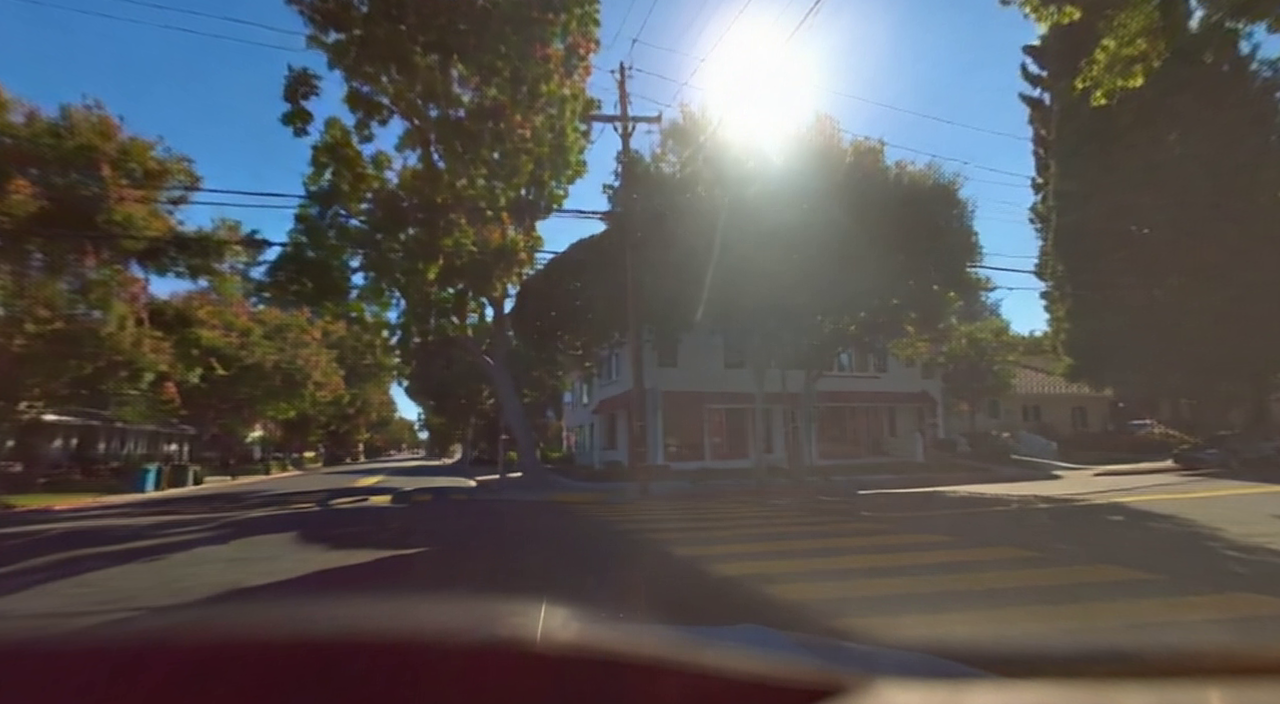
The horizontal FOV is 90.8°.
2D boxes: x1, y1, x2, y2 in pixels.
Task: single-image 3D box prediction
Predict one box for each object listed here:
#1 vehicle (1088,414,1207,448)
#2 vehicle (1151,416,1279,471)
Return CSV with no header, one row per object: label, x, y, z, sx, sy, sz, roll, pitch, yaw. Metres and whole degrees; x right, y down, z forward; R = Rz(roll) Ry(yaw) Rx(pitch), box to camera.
vehicle,27.408,4.355,34.308,2.033,1.725,4.492,3,-9,-22
vehicle,20.708,3.222,22.175,4.509,1.775,1.975,3,-9,-17
